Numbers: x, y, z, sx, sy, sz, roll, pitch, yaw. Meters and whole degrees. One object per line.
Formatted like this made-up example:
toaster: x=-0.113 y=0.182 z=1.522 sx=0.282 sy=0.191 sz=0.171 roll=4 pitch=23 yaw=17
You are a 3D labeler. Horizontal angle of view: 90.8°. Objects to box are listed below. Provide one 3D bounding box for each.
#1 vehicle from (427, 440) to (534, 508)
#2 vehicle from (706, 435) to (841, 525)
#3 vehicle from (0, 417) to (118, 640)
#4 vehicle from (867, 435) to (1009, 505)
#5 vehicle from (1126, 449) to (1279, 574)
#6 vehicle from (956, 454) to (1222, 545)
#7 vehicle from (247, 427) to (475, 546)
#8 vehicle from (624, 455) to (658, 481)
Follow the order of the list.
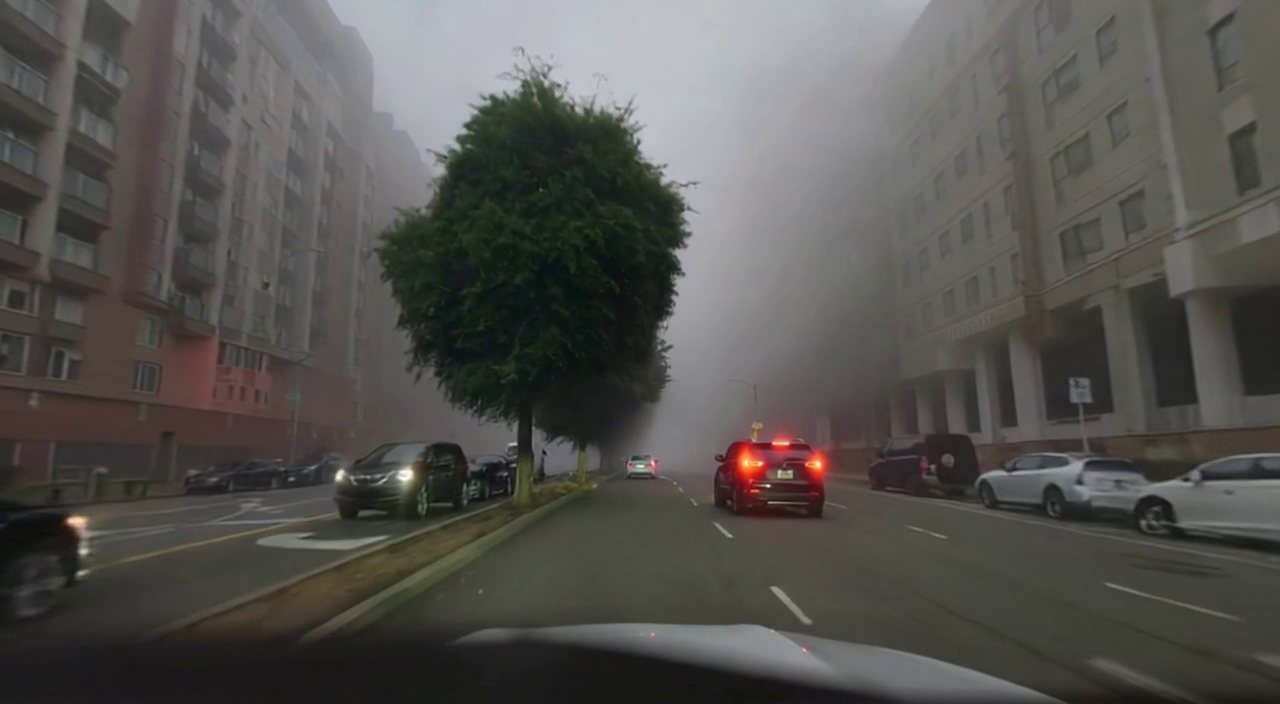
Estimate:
vehicle: x=-4.861 y=3.760 z=20.202 sx=2.009 sy=1.837 sz=5.590 roll=0 pitch=-8 yaw=0
vehicle: x=3.044 y=3.021 z=15.620 sx=2.129 sy=1.844 sz=4.767 roll=0 pitch=-8 yaw=-2
vehicle: x=-5.494 y=1.031 z=2.927 sx=2.062 sy=1.532 sz=4.830 roll=-2 pitch=-9 yaw=0
vehicle: x=9.017 y=3.597 z=19.733 sx=1.935 sy=1.875 sz=5.051 roll=0 pitch=-9 yaw=0
vehicle: x=9.060 y=2.010 z=7.902 sx=1.962 sy=1.542 sz=4.999 roll=0 pitch=-8 yaw=0
vehicle: x=8.947 y=2.936 z=13.328 sx=1.953 sy=1.455 sz=4.883 roll=0 pitch=-8 yaw=-1
vehicle: x=-5.006 y=2.464 z=12.386 sx=2.275 sy=1.816 sz=4.923 roll=0 pitch=-8 yaw=-1
vehicle: x=0.002 y=7.449 z=40.828 sx=2.059 sy=1.492 sz=4.033 roll=0 pitch=-8 yaw=-2
